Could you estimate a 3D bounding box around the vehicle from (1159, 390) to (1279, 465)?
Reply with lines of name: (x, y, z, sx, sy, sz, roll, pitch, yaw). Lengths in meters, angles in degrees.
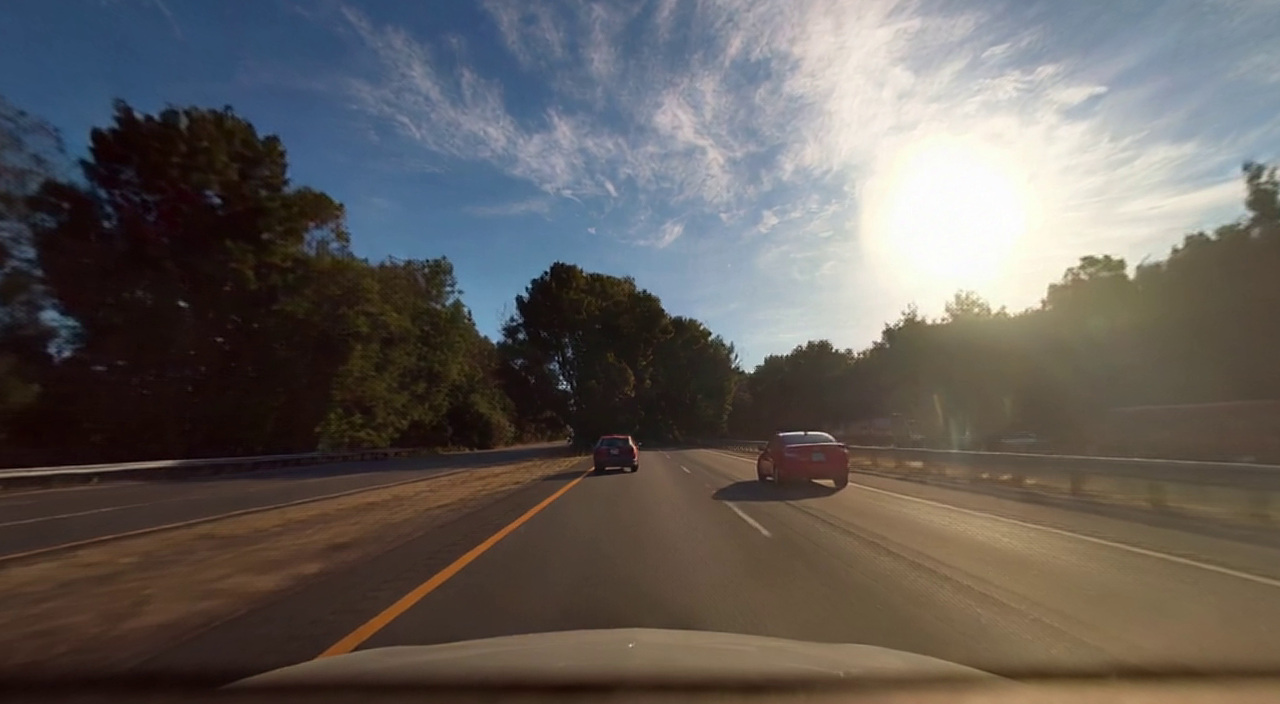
vehicle: (33.617, 4.118, 34.069, 2.989, 3.754, 9.173, 1, -7, -1)

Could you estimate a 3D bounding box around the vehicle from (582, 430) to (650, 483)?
vehicle: (-0.673, 3.198, 19.619, 1.897, 1.479, 3.724, 0, -8, 0)

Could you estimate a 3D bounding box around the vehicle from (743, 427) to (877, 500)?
vehicle: (3.935, 2.633, 15.430, 2.010, 1.508, 4.285, 0, -8, -1)
